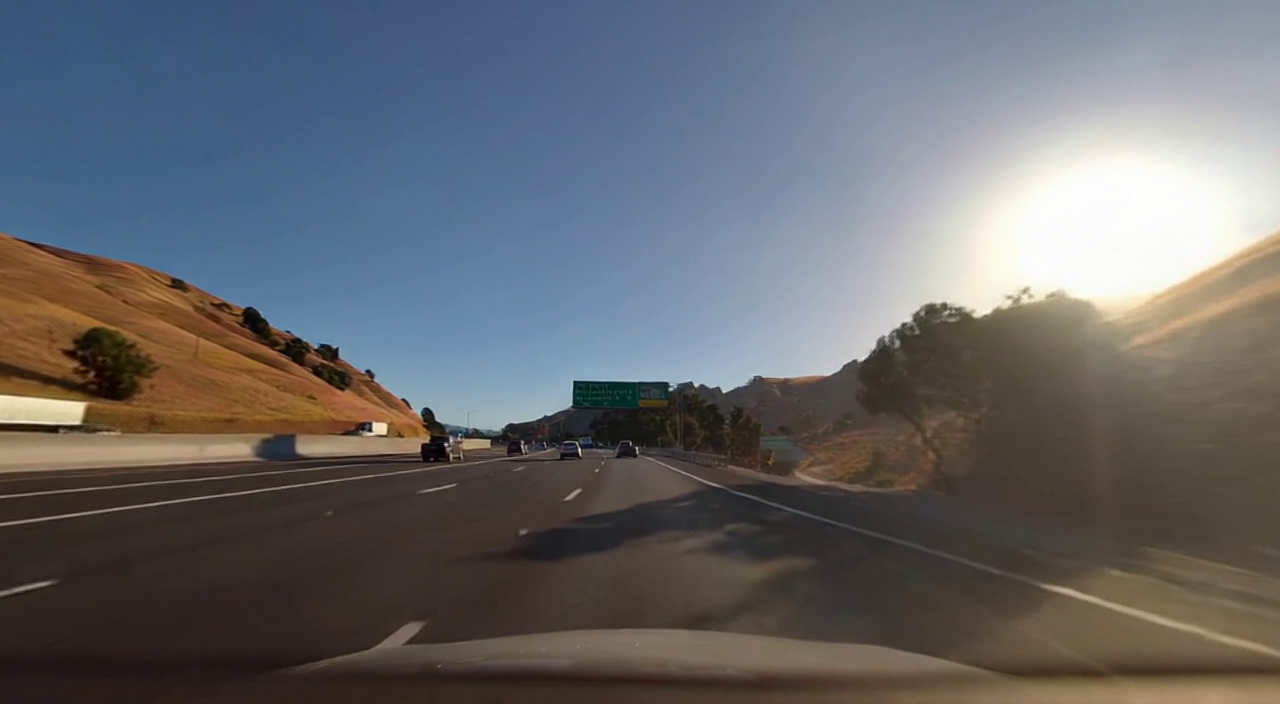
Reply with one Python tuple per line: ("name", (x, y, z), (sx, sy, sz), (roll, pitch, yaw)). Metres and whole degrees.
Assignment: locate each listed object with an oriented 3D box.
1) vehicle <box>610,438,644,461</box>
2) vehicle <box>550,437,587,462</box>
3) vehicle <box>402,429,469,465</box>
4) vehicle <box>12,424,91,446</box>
("vehicle", (-0.991, 7.282, 47.082), (2.421, 1.594, 4.248), (0, -9, -2))
("vehicle", (-4.762, 6.589, 42.600), (2.060, 1.631, 4.214), (0, -9, -1))
("vehicle", (-11.781, 5.524, 36.676), (2.219, 1.923, 4.985), (0, -8, 0))
("vehicle", (-42.983, 6.139, 46.139), (1.757, 1.493, 4.188), (0, -9, -1))
